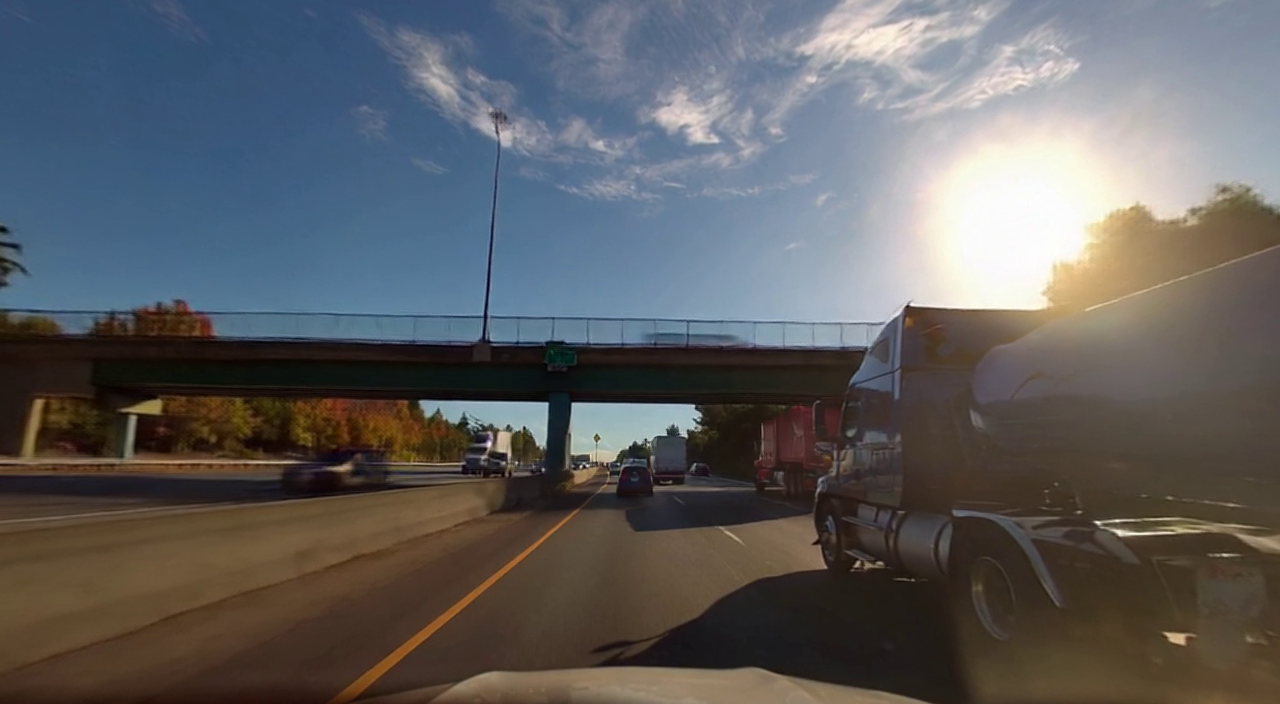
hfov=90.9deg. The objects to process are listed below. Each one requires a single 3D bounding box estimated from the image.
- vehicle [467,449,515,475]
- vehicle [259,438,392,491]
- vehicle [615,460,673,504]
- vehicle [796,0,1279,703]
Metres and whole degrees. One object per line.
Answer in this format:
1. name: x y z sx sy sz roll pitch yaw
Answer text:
1. vehicle: -10.527 7.838 44.820 2.207 1.713 4.723 1 -11 0
2. vehicle: -9.865 3.626 20.220 2.057 1.495 4.294 1 -11 -1
3. vehicle: 0.146 5.075 24.736 2.067 1.552 3.601 1 -11 0
4. vehicle: 3.732 -0.305 1.805 2.831 4.150 14.519 1 -11 0
